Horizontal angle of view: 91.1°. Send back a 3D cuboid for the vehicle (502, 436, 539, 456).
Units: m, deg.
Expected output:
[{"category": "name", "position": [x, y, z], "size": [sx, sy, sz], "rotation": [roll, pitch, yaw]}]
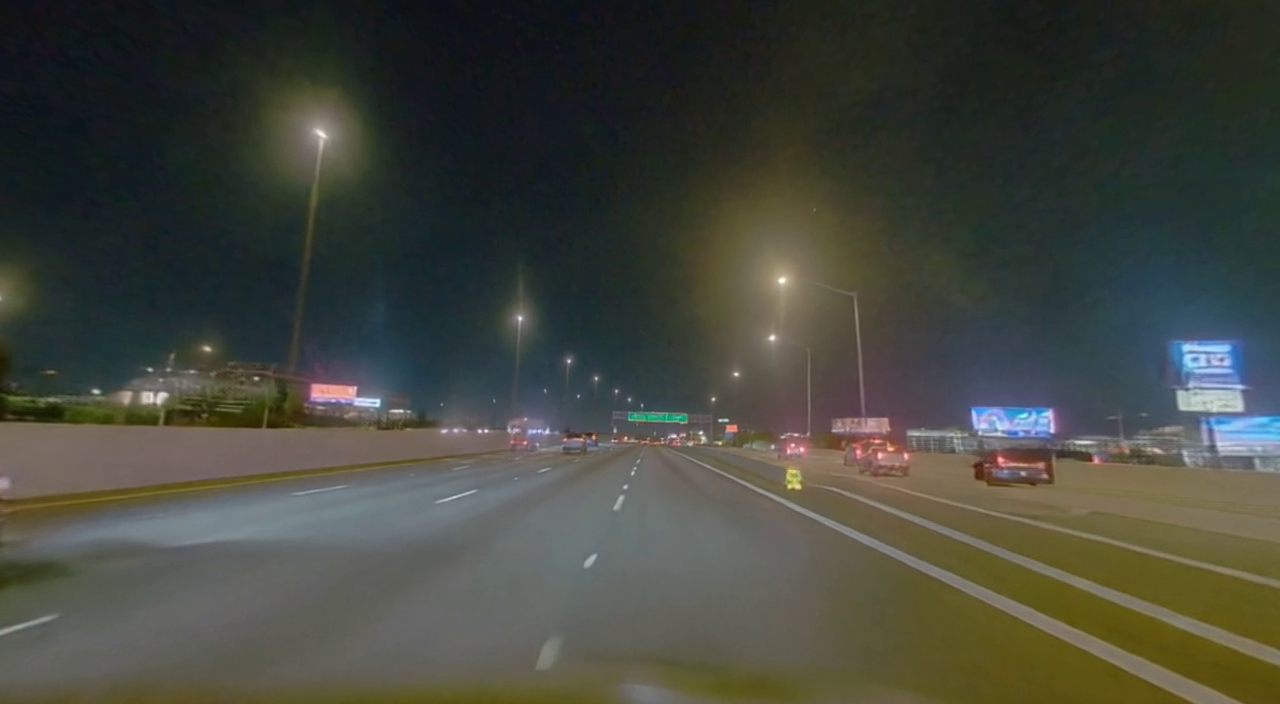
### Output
[{"category": "vehicle", "position": [-9.189, 7.259, 48.754], "size": [1.976, 1.413, 4.088], "rotation": [0, -8, 2]}]
